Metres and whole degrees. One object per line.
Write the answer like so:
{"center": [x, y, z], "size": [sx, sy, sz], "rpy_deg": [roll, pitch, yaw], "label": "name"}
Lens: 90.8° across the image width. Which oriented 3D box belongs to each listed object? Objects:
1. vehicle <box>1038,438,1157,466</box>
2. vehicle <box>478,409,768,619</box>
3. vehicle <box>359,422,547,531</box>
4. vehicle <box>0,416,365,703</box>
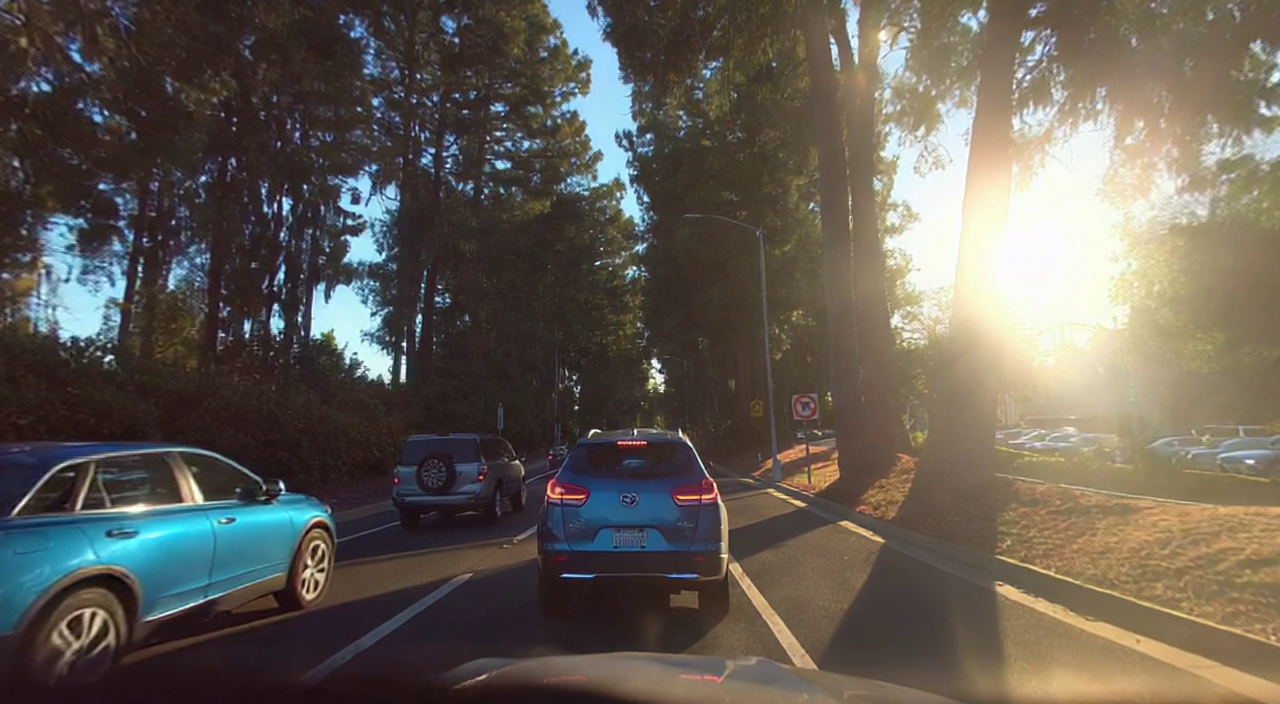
{"center": [28.480, 6.224, 39.438], "size": [5.955, 1.702, 2.166], "rpy_deg": [1, -8, -6], "label": "vehicle"}
{"center": [-0.045, 1.531, 6.890], "size": [2.229, 1.591, 3.897], "rpy_deg": [0, -8, 3], "label": "vehicle"}
{"center": [-3.393, 2.371, 12.655], "size": [2.188, 1.745, 4.618], "rpy_deg": [0, -8, 2], "label": "vehicle"}
{"center": [-3.680, 1.181, 3.827], "size": [1.922, 1.464, 4.424], "rpy_deg": [0, -8, 2], "label": "vehicle"}
